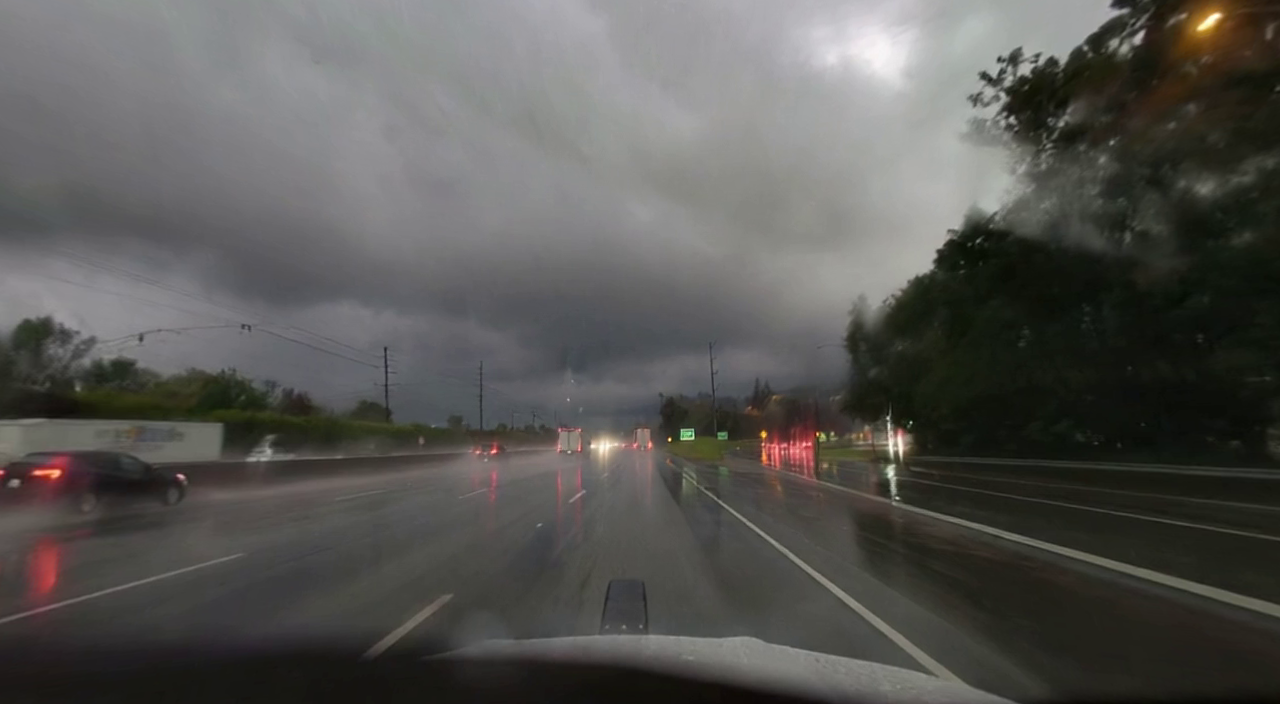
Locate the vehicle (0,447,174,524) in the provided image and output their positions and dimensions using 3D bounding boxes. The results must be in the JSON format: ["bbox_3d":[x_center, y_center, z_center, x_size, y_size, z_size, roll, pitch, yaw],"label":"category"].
[{"bbox_3d":[-13.558,2.966,14.669,1.988,1.477,4.442,0,-8,1],"label":"vehicle"}]
